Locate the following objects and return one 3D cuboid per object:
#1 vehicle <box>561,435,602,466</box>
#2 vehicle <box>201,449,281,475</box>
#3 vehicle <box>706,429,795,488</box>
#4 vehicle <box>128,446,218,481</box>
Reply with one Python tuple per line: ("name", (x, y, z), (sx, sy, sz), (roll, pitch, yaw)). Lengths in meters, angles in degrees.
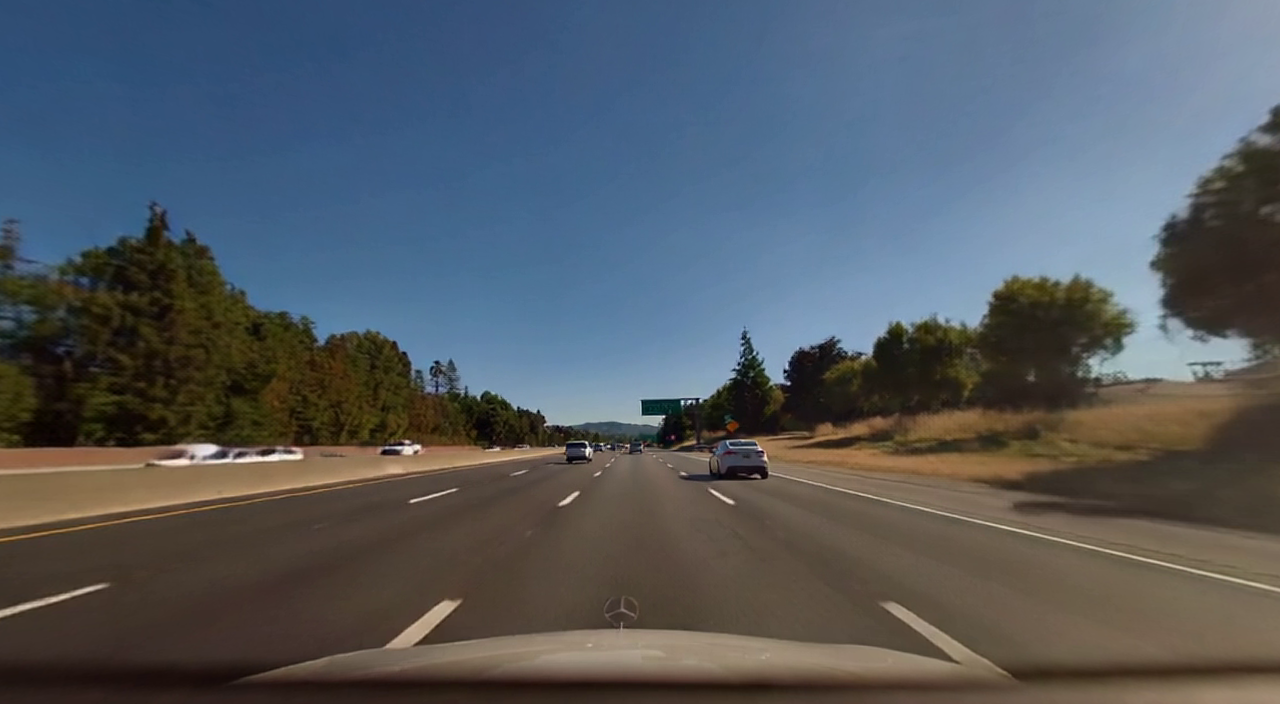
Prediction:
("vehicle", (-3.609, 6.243, 39.973), (2.173, 1.793, 4.564), (0, -9, 0))
("vehicle", (-25.162, 6.954, 40.061), (2.172, 1.535, 4.471), (0, -9, -1))
("vehicle", (3.467, 3.439, 20.663), (2.053, 1.714, 4.097), (0, -9, -1))
("vehicle", (-28.773, 6.844, 39.135), (2.029, 1.981, 4.631), (0, -9, -1))
